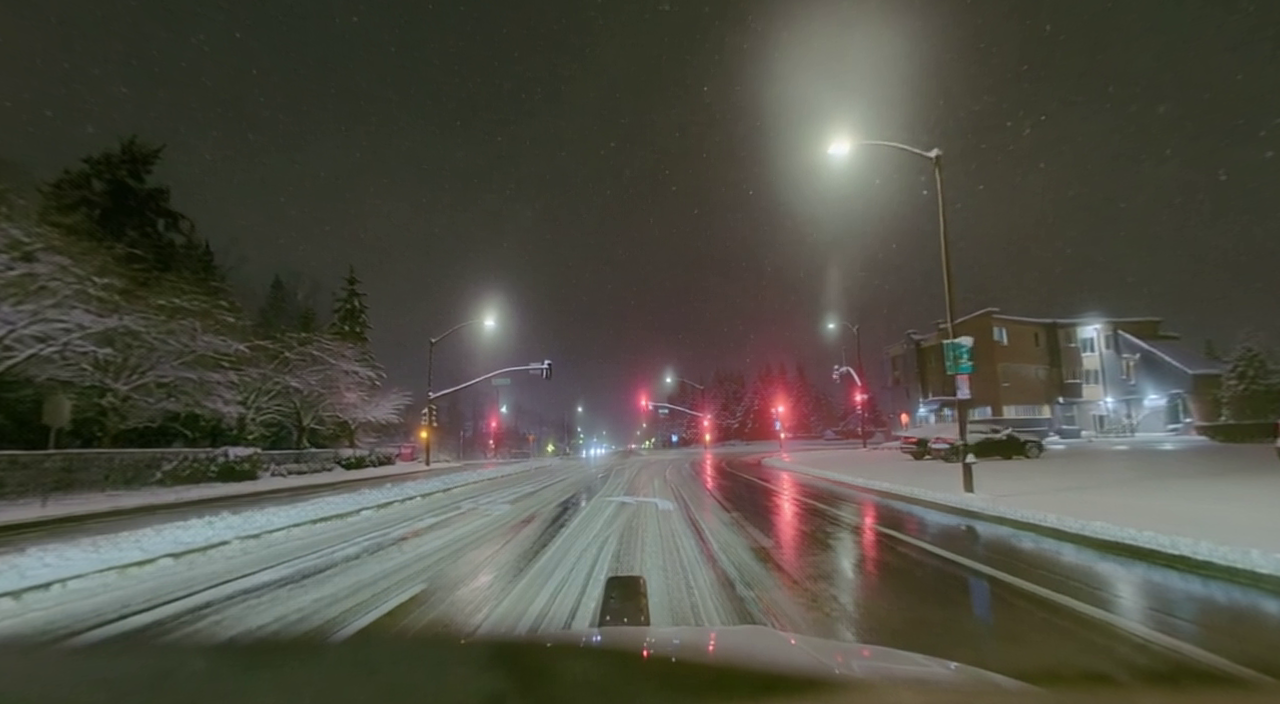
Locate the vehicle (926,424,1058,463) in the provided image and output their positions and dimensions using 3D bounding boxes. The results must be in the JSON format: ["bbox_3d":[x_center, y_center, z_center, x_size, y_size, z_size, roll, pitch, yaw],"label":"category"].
[{"bbox_3d":[14.136,3.691,25.469,4.167,1.476,1.871,0,-8,-1],"label":"vehicle"}]
